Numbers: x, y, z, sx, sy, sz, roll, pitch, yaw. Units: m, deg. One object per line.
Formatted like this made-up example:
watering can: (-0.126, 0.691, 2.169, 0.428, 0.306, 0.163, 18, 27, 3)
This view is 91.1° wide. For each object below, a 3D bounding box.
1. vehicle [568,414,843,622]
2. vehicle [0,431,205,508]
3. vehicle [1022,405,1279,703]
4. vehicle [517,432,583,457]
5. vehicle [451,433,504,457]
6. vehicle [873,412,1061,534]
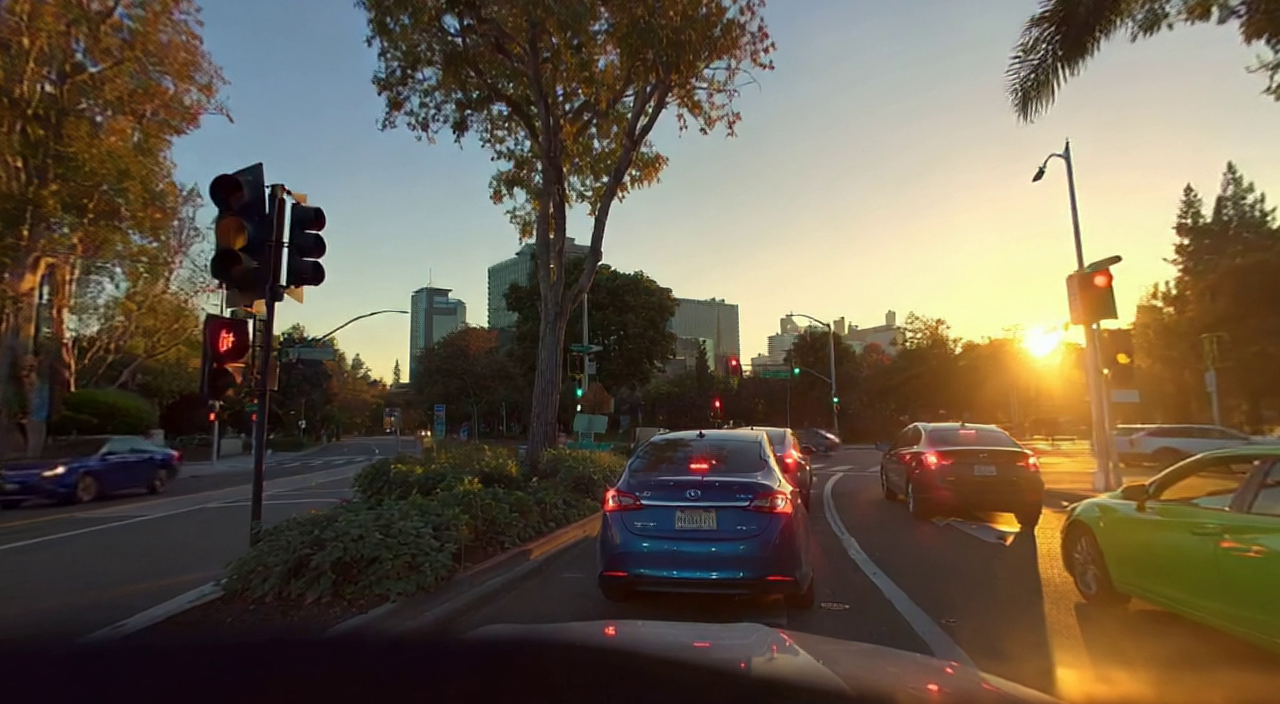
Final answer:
vehicle: (0.844, 1.500, 6.694, 2.052, 1.483, 3.928, -2, -8, 12)
vehicle: (-12.266, 2.601, 14.451, 1.976, 1.458, 4.645, 2, -8, -12)
vehicle: (4.239, 1.061, 3.378, 1.954, 1.508, 4.441, -1, -8, 6)
vehicle: (-6.005, 6.109, 41.533, 1.932, 1.573, 4.509, 8, -12, -44)
vehicle: (-12.511, 7.123, 48.186, 1.972, 1.705, 4.457, 8, -11, -44)
vehicle: (5.519, 2.054, 11.296, 2.102, 1.717, 4.373, -2, -9, 16)
